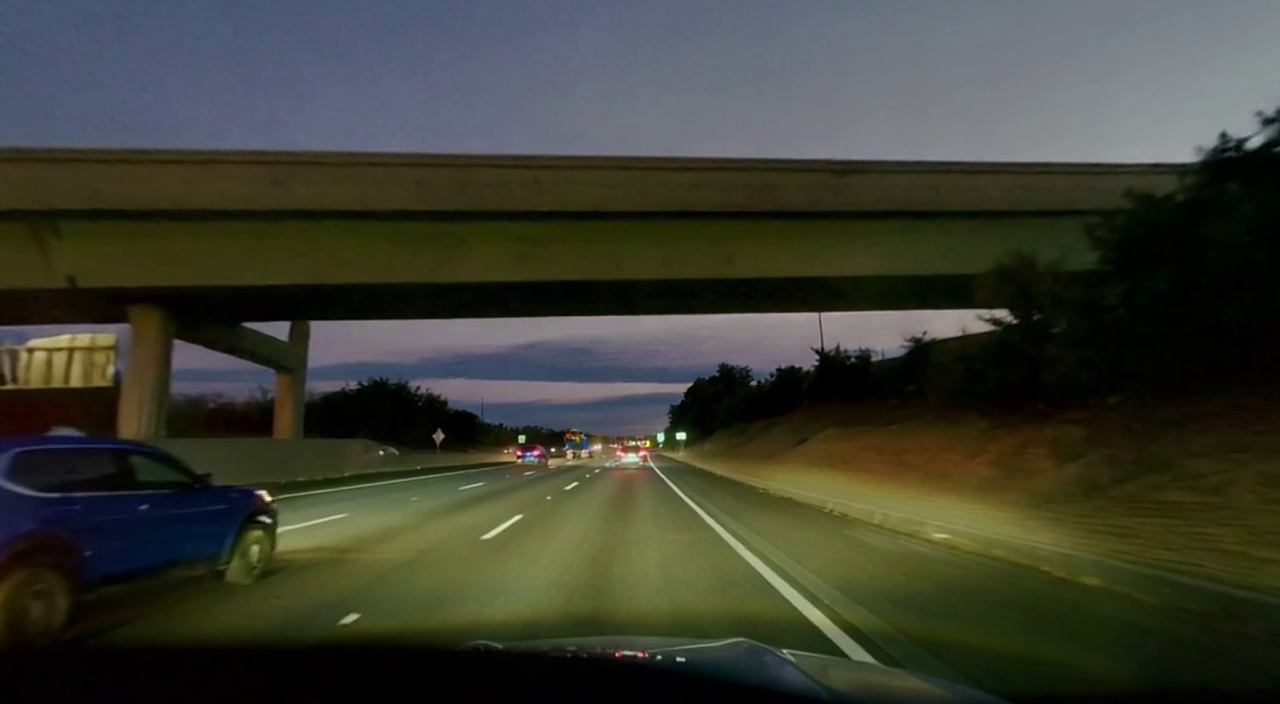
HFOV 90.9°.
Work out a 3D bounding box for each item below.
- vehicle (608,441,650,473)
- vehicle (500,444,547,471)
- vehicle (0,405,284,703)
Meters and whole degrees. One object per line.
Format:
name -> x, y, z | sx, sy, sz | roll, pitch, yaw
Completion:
vehicle -> -0.613, 6.106, 36.858 | 2.336, 1.722, 4.212 | 0, -8, 0
vehicle -> -7.696, 7.012, 42.093 | 2.115, 1.644, 4.513 | 0, -8, 2
vehicle -> -4.100, 1.010, 3.206 | 1.961, 1.450, 4.496 | 0, -8, 0
